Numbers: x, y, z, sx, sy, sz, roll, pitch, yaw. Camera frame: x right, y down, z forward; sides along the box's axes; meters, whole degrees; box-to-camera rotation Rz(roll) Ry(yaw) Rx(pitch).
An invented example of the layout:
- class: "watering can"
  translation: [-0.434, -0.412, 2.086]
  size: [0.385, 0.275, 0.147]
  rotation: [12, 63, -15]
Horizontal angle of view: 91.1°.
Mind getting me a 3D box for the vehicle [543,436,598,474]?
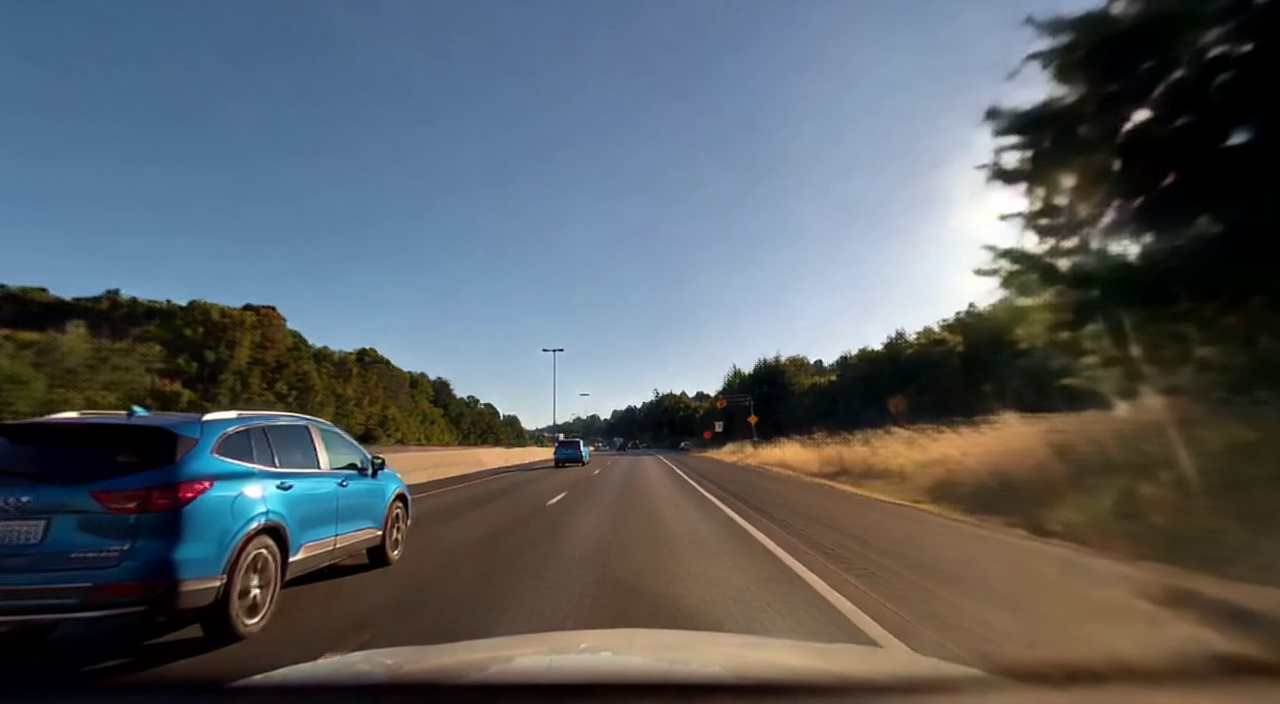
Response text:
- class: "vehicle"
  translation: [-3.285, 4.953, 30.443]
  size: [2.125, 1.662, 4.336]
  rotation: [-1, -8, 1]
